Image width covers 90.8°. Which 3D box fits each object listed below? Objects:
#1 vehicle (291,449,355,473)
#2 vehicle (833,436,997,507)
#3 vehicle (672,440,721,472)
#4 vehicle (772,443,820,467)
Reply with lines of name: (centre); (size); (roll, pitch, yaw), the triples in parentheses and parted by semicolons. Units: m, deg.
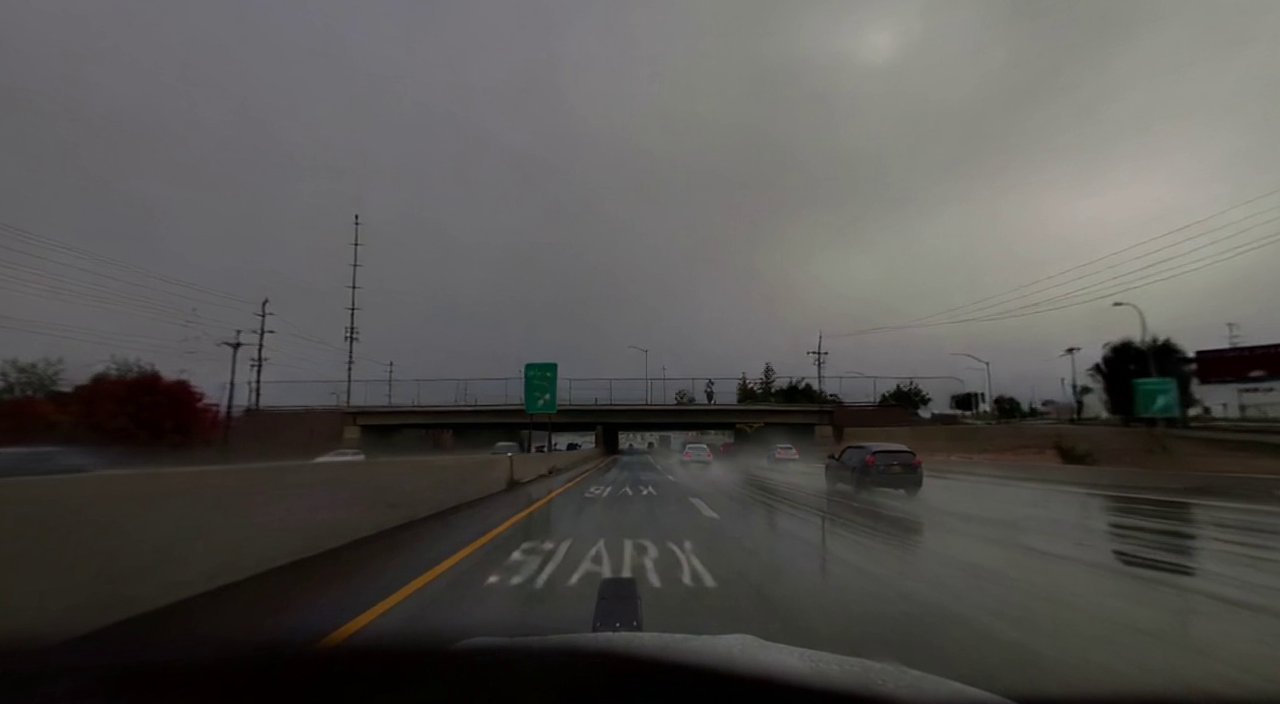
vehicle: (-21.059, 7.250, 42.195); (1.836, 1.481, 4.514); (0, -8, 1)
vehicle: (6.567, 2.884, 15.764); (1.952, 1.489, 4.483); (0, -8, -2)
vehicle: (2.844, 5.395, 33.000); (1.993, 1.507, 4.594); (0, -8, -2)
vehicle: (9.779, 6.487, 39.944); (1.838, 1.440, 4.121); (0, -8, -2)
